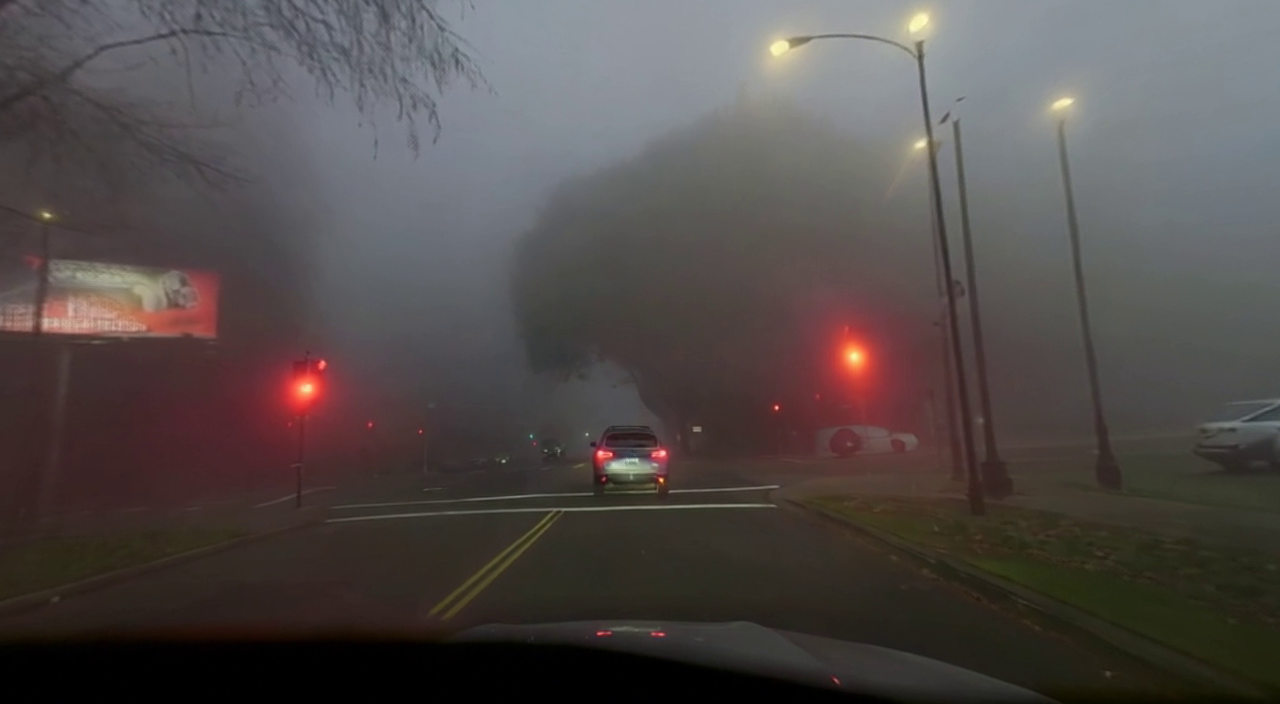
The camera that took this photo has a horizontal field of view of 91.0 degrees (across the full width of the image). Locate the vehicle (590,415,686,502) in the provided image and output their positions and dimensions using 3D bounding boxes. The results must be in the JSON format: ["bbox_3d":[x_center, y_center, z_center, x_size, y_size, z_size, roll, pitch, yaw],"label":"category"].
[{"bbox_3d":[-0.129,2.661,16.075,2.142,1.904,3.816,0,-8,-3],"label":"vehicle"}]

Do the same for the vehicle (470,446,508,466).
[{"bbox_3d":[-11.338,7.826,47.582,1.989,1.403,4.331,0,-8,-3],"label":"vehicle"}]

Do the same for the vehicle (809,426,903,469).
[{"bbox_3d":[8.642,3.776,25.107,3.403,1.602,1.716,5,-10,-32],"label":"vehicle"}]
